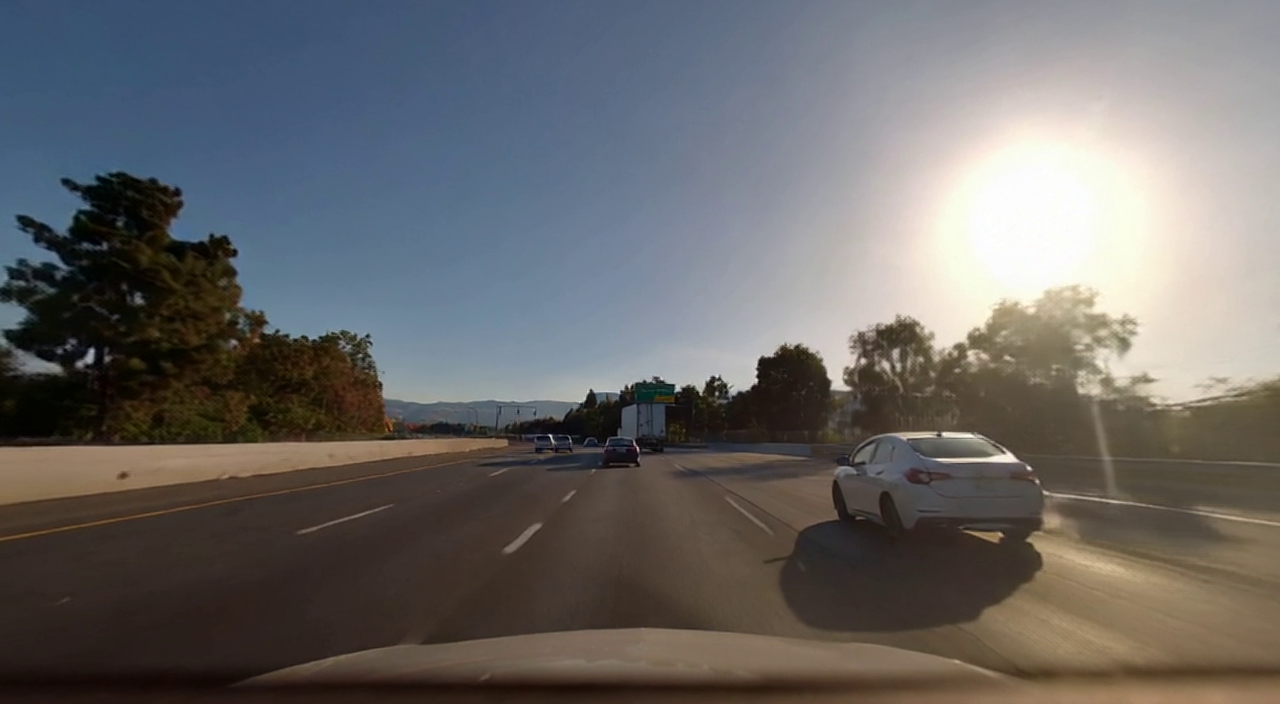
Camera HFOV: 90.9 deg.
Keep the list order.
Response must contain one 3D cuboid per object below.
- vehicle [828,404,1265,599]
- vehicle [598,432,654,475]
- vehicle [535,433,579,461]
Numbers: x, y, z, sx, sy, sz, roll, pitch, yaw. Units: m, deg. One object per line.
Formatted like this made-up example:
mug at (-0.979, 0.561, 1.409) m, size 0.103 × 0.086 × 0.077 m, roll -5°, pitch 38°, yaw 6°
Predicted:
vehicle at (3.777, 1.468, 7.053) m, size 1.971 × 1.472 × 4.301 m, roll 0°, pitch -8°, yaw 0°
vehicle at (-0.581, 3.934, 24.684) m, size 2.020 × 1.516 × 3.951 m, roll 0°, pitch -9°, yaw -2°
vehicle at (-4.738, 5.490, 36.535) m, size 2.072 × 1.512 × 4.043 m, roll 0°, pitch -9°, yaw -2°
